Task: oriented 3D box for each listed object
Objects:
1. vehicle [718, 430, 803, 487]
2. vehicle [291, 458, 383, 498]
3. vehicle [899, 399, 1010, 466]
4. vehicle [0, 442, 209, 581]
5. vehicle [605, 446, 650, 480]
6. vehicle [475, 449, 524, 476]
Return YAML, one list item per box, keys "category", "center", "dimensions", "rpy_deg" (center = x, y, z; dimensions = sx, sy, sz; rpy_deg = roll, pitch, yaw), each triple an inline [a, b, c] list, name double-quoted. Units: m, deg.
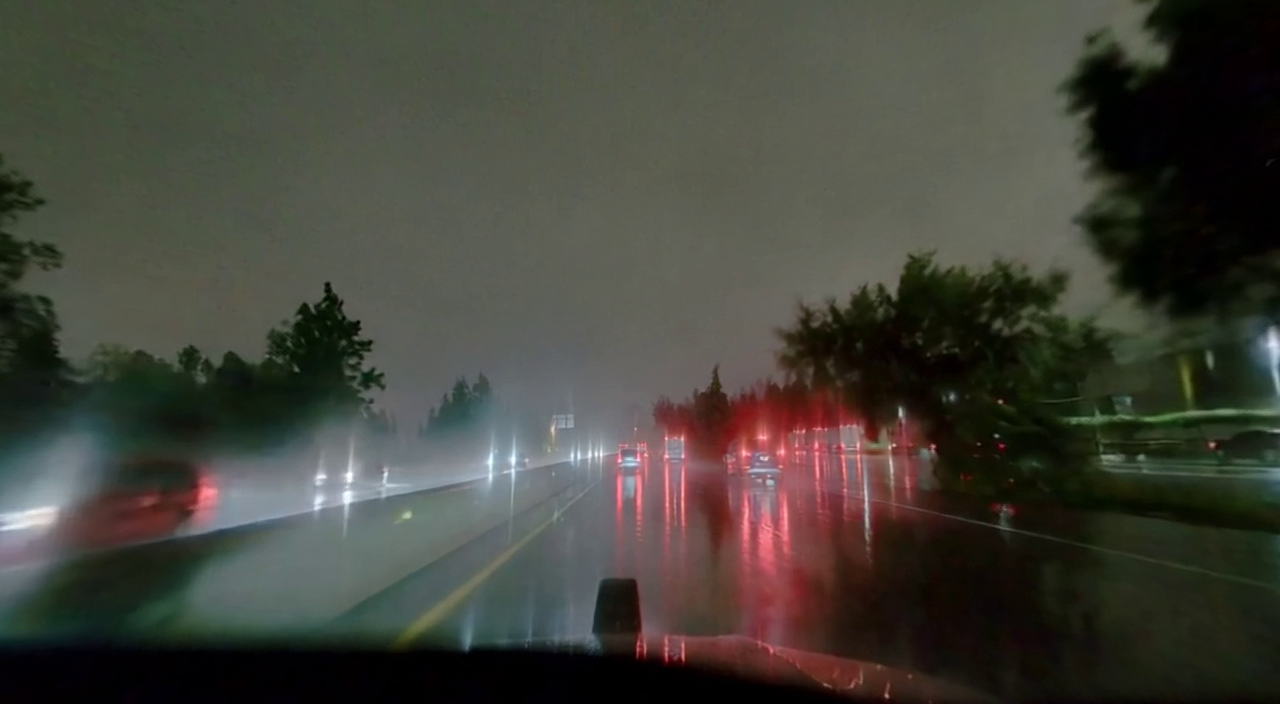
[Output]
- category: "vehicle"
  center: [4.488, 4.082, 24.191]
  dimensions: [2.261, 1.952, 4.784]
  rpy_deg: [0, -9, -1]
- category: "vehicle"
  center: [-12.928, 5.379, 27.080]
  dimensions: [1.884, 1.502, 4.159]
  rpy_deg: [0, -9, 0]
- category: "vehicle"
  center: [22.319, 6.064, 45.726]
  dimensions: [2.890, 4.108, 13.635]
  rpy_deg: [-2, -9, 8]
- category: "vehicle"
  center: [-8.911, 2.203, 9.203]
  dimensions: [2.020, 1.686, 4.335]
  rpy_deg: [0, -9, 0]
- category: "vehicle"
  center: [-0.593, 5.318, 30.269]
  dimensions: [2.029, 1.483, 3.769]
  rpy_deg: [0, -9, 0]
- category: "vehicle"
  center: [-9.254, 7.325, 41.708]
  dimensions: [2.063, 1.683, 4.605]
  rpy_deg: [-1, -9, 1]
